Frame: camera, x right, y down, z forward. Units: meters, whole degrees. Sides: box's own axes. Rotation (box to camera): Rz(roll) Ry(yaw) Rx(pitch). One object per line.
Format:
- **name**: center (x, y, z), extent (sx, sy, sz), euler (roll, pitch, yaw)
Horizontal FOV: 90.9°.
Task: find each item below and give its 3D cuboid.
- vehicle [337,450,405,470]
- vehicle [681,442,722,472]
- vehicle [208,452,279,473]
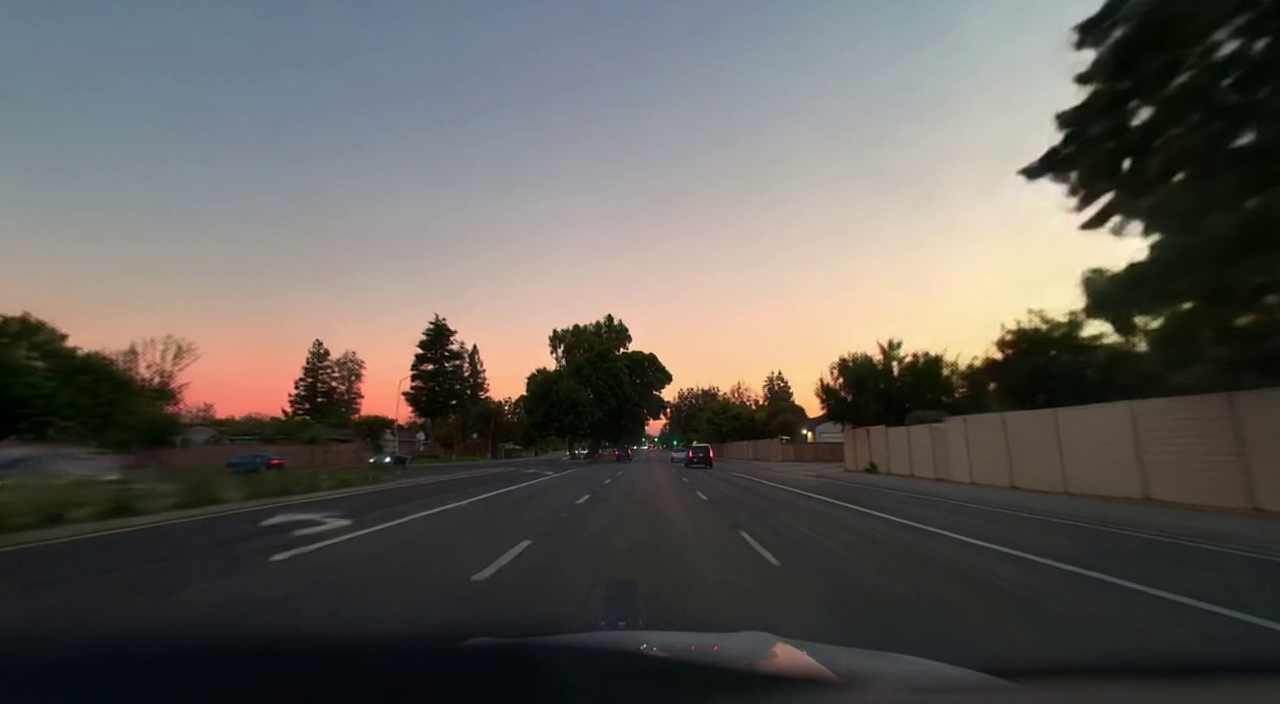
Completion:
- **vehicle**: center (-20.584, 8.284, 48.325), extent (4.351, 1.489, 1.890), euler (0, -8, 0)
- **vehicle**: center (3.861, 6.668, 40.351), extent (2.114, 1.780, 4.445), euler (0, -8, 0)
- **vehicle**: center (-28.922, 8.029, 45.952), extent (4.317, 1.476, 1.910), euler (-2, -9, 17)
